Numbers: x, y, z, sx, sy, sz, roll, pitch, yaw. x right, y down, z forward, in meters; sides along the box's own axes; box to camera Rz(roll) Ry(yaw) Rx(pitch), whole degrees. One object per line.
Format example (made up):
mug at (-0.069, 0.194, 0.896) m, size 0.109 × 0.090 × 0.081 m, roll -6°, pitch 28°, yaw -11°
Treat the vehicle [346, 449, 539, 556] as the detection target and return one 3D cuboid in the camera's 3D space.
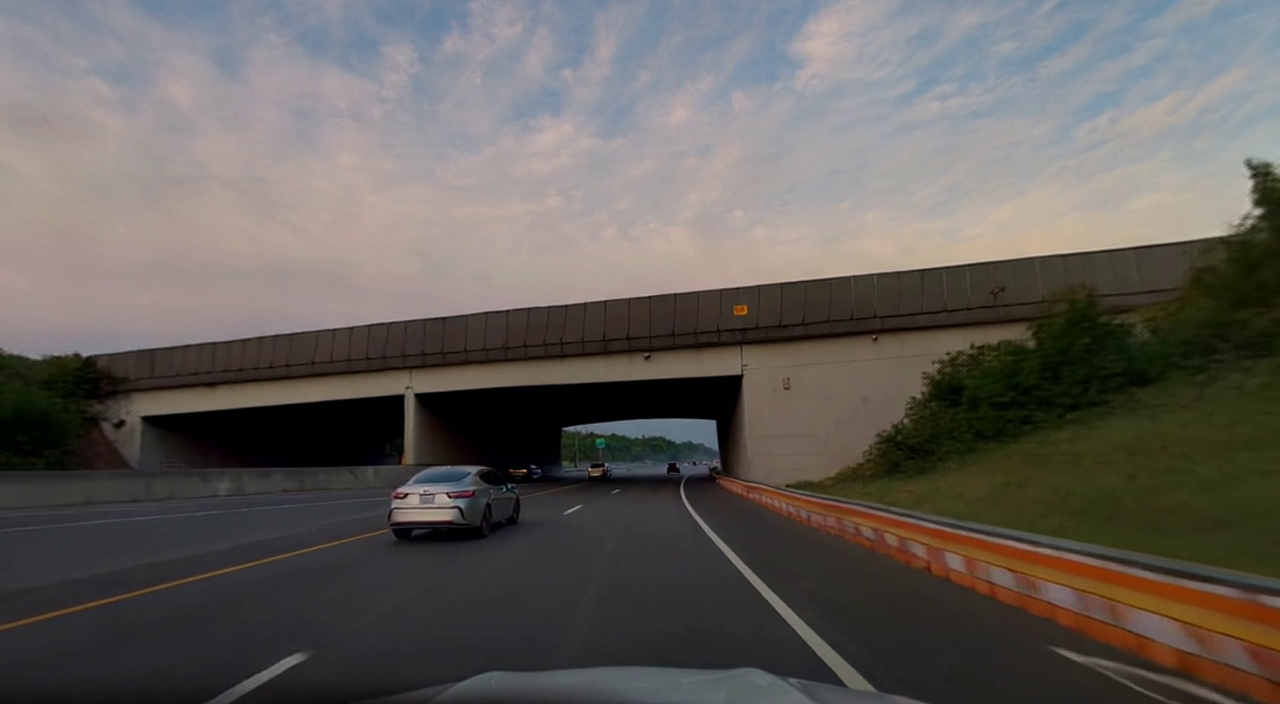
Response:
vehicle at (-3.126, 2.495, 10.902) m, size 1.992 × 1.466 × 3.690 m, roll 0°, pitch -10°, yaw 2°
